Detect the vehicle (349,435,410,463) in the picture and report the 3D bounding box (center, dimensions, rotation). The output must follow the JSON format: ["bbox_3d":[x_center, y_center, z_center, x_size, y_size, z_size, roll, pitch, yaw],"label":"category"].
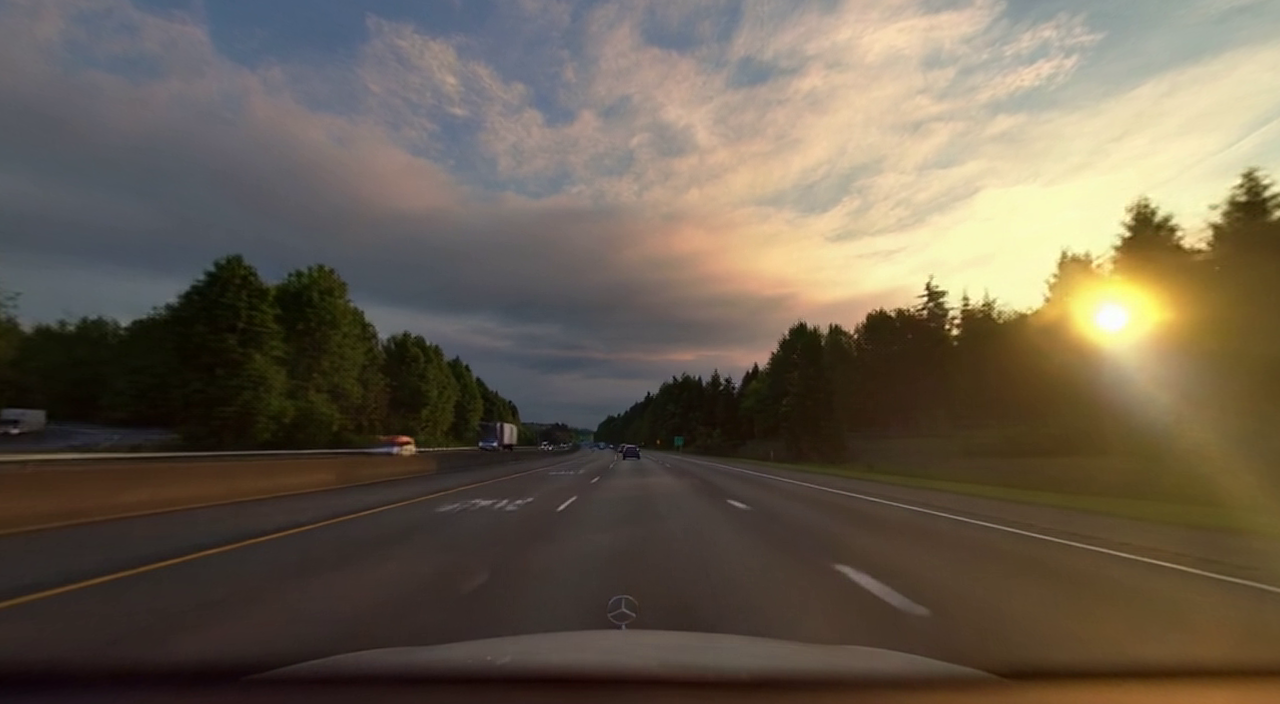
[{"bbox_3d":[-16.544,6.178,40.221,2.082,1.628,4.275,0,-9,-1],"label":"vehicle"}]
